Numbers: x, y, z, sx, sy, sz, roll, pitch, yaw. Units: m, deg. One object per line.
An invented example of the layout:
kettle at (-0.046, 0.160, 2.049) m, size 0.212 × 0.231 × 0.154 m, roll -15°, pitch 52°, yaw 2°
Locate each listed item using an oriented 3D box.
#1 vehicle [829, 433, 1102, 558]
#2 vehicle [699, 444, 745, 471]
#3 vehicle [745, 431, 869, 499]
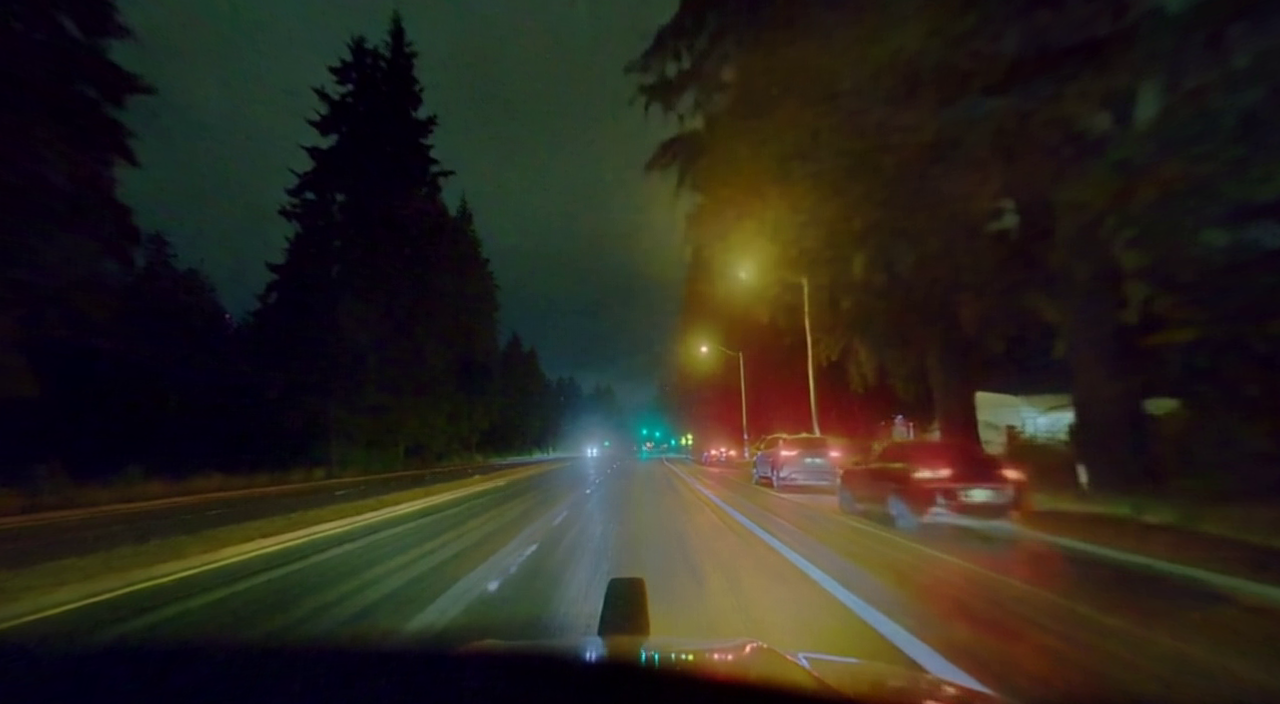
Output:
vehicle at (4.726, 2.121, 10.184) m, size 1.920 × 1.514 × 4.746 m, roll 0°, pitch -8°, yaw 1°
vehicle at (4.850, 6.324, 38.015) m, size 2.184 × 1.496 × 4.615 m, roll 0°, pitch -8°, yaw 0°
vehicle at (4.687, 3.258, 18.628) m, size 2.205 × 1.728 × 4.855 m, roll 0°, pitch -8°, yaw -1°
